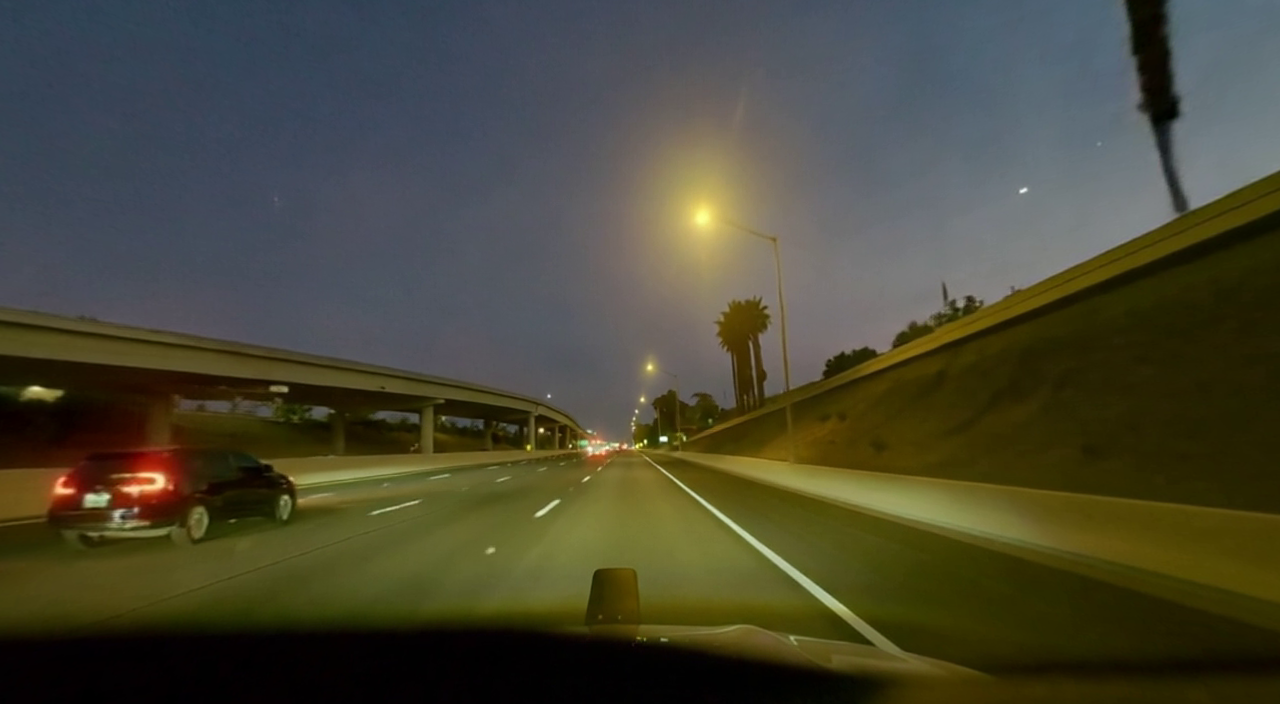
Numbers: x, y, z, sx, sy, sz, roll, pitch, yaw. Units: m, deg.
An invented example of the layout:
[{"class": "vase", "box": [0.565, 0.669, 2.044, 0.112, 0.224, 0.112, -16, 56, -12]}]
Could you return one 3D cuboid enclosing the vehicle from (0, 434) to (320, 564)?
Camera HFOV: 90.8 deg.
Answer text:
[{"class": "vehicle", "box": [-6.934, 2.051, 9.609, 1.914, 1.503, 4.268, 0, -9, -1]}]
